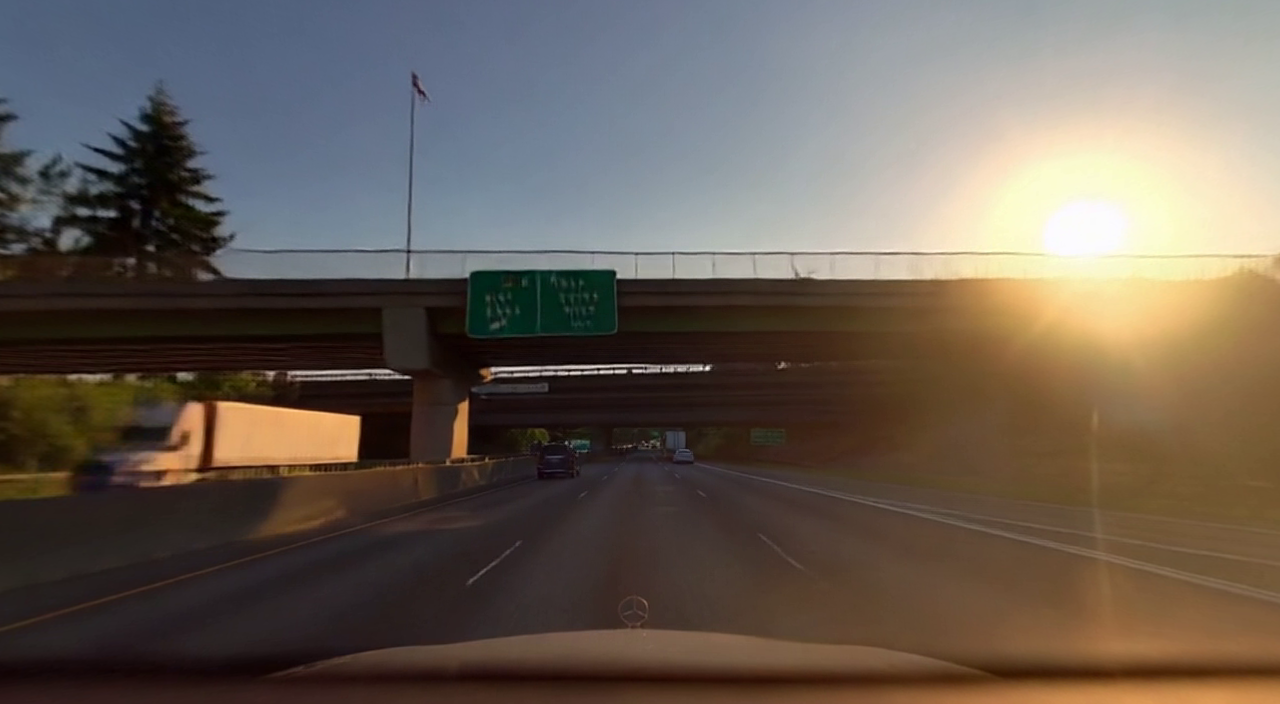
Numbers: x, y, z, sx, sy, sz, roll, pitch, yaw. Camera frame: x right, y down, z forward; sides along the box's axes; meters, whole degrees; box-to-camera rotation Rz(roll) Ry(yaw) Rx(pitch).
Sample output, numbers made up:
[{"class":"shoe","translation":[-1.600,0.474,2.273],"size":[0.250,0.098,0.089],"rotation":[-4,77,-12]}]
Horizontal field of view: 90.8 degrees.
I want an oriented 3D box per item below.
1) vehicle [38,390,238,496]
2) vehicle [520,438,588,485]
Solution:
[{"class":"vehicle","translation":[-20.079,3.745,25.876],"size":[2.995,3.822,6.024],"rotation":[0,-9,0]},{"class":"vehicle","translation":[-3.556,4.645,26.972],"size":[2.238,1.792,4.518],"rotation":[0,-9,0]}]
